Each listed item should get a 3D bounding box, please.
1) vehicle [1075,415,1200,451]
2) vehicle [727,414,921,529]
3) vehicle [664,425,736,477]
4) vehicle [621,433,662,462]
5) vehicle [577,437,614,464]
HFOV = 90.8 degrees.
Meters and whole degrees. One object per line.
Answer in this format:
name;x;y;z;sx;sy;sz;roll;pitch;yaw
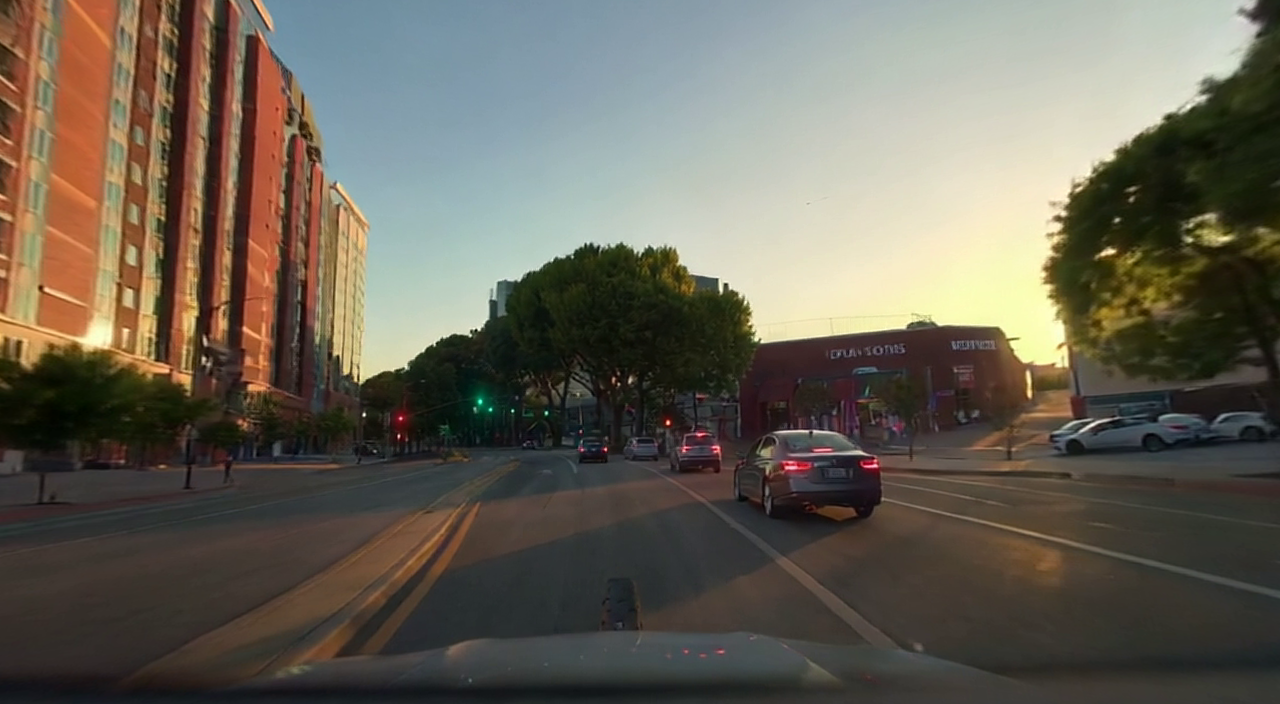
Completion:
vehicle;28.005;4.605;35.702;5.103;1.947;2.207;0;-8;0
vehicle;2.942;1.993;11.160;1.966;1.596;3.980;-1;-8;-4
vehicle;2.228;3.846;24.761;2.046;1.768;4.370;-1;-8;-5
vehicle;0.037;6.500;43.335;2.216;1.750;4.520;-1;-7;-8
vehicle;-2.758;6.003;38.674;2.068;1.512;3.987;1;-9;-7
